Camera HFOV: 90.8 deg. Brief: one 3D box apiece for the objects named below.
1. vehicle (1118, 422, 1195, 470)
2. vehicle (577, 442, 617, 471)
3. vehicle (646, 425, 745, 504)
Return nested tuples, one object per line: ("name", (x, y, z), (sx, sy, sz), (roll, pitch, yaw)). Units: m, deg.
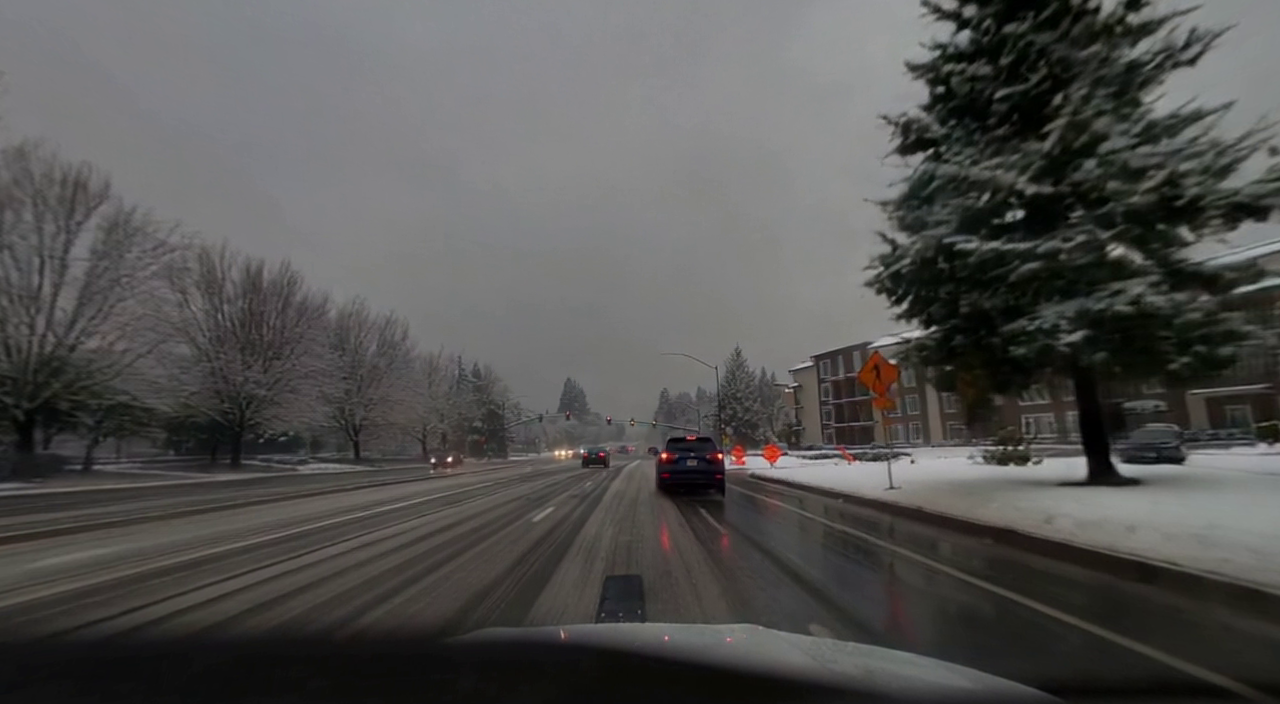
("vehicle", (20.066, 3.645, 24.471), (1.926, 1.680, 4.410), (-8, -11, 42))
("vehicle", (-2.572, 6.416, 38.923), (2.121, 1.654, 3.993), (0, -8, 1))
("vehicle", (1.326, 2.976, 17.145), (2.197, 1.835, 4.316), (0, -8, -1))
